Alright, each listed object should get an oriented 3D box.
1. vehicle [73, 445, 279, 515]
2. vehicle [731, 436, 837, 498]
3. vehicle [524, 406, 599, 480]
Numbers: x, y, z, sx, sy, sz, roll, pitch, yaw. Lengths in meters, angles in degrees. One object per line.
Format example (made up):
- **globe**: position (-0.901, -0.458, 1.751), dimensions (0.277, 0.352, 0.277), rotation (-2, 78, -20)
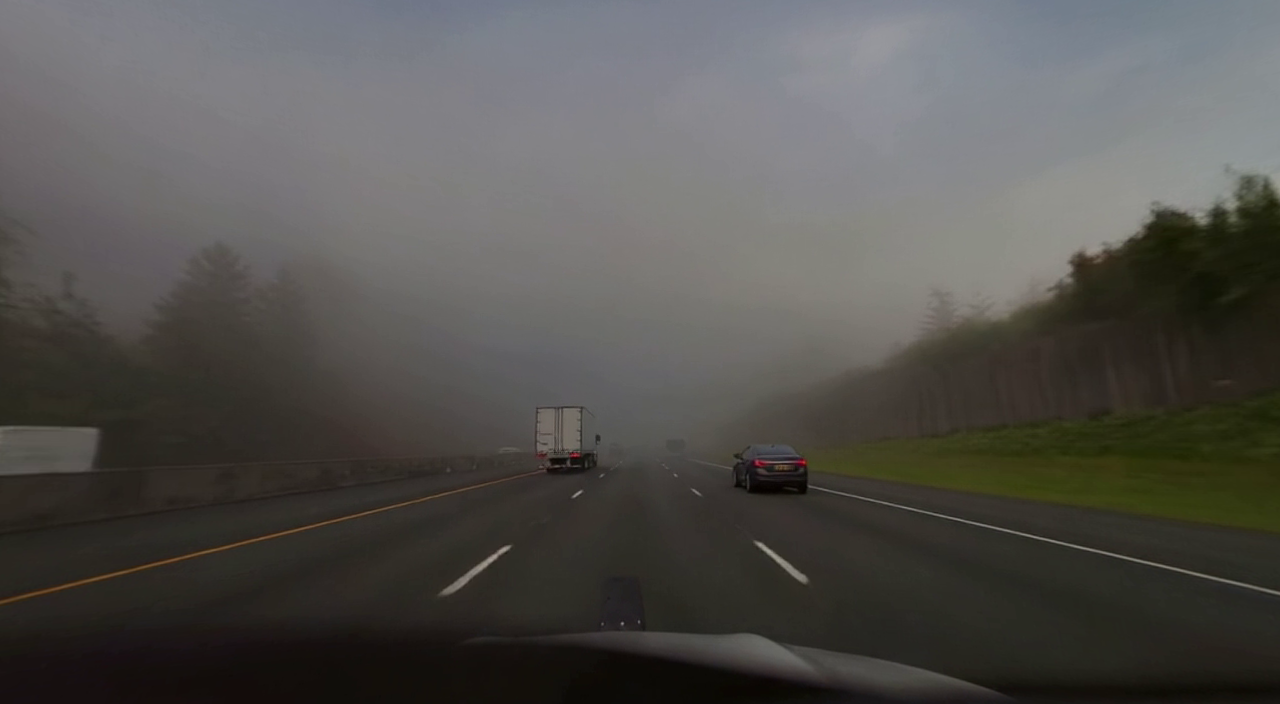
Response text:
- **vehicle**: position (-11.057, 3.045, 15.471), dimensions (1.924, 1.478, 3.996), rotation (0, -9, 1)
- **vehicle**: position (3.928, 3.219, 17.917), dimensions (1.983, 1.545, 4.038), rotation (0, -9, -1)
- **vehicle**: position (-3.607, 4.473, 30.771), dimensions (2.667, 3.195, 6.731), rotation (0, -9, 1)
